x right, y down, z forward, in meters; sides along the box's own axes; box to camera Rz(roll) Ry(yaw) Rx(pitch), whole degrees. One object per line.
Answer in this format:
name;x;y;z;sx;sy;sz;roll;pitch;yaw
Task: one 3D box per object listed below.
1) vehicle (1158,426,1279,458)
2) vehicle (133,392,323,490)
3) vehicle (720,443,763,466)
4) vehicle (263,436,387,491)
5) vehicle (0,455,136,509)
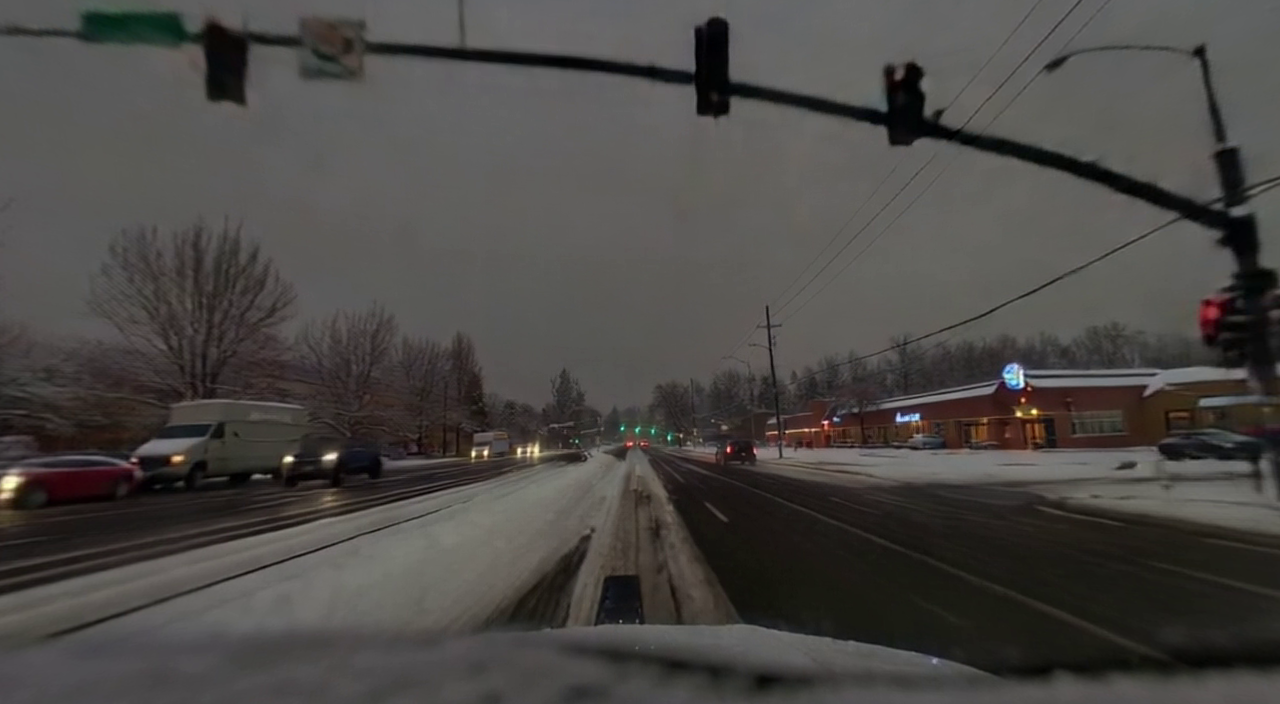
vehicle;29.772;4.710;32.764;1.796;1.485;4.667;-1;-9;0
vehicle;-18.761;4.219;29.802;2.982;3.900;8.593;0;-9;1
vehicle;6.496;6.630;41.022;1.916;1.437;4.327;0;-9;-2
vehicle;-11.575;4.119;23.708;2.134;1.806;4.843;0;-9;0
vehicle;-18.956;4.065;20.220;1.950;1.464;4.414;0;-9;0
